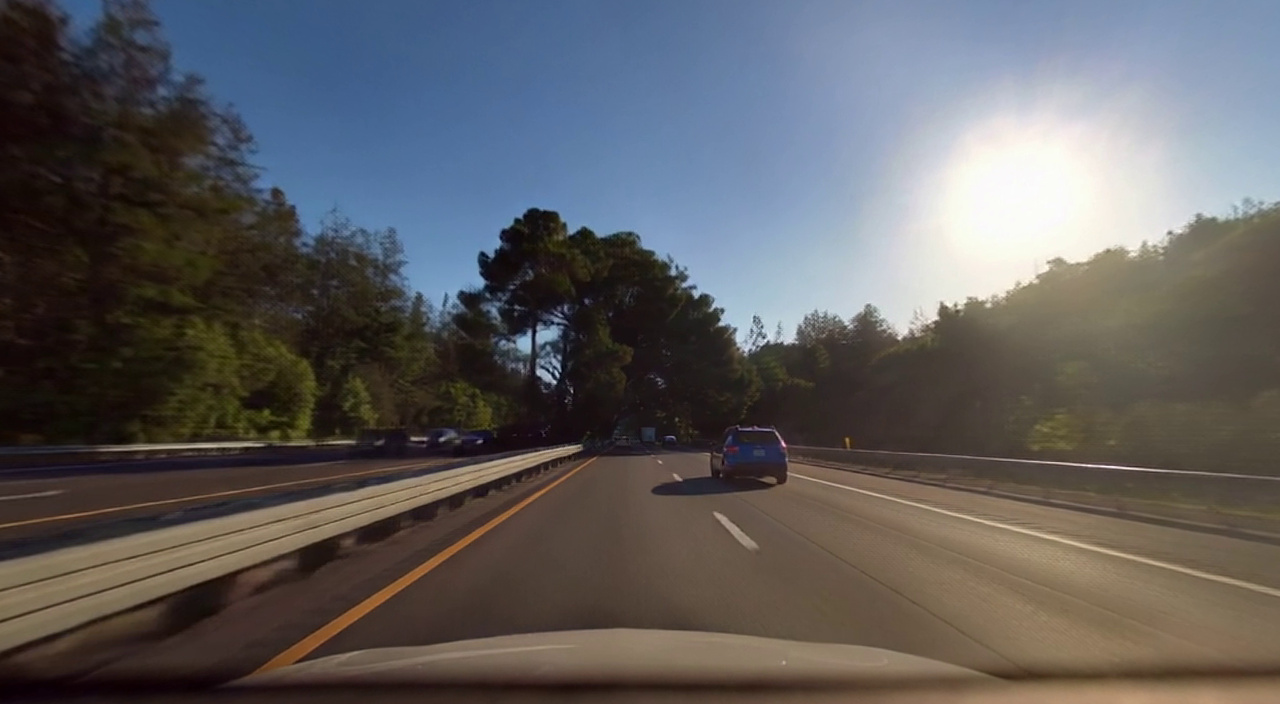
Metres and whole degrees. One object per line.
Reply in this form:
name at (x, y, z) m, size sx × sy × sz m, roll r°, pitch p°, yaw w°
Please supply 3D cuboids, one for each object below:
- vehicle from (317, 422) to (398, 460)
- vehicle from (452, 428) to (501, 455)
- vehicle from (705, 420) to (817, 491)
vehicle at (-13.422, 4.266, 30.277) m, size 1.978 × 1.674 × 4.294 m, roll 0°, pitch -8°, yaw -1°
vehicle at (-9.387, 5.159, 36.538) m, size 1.841 × 1.482 × 3.996 m, roll 0°, pitch -7°, yaw -1°
vehicle at (3.108, 2.751, 17.271) m, size 2.085 × 1.681 × 4.436 m, roll 0°, pitch -7°, yaw -2°
